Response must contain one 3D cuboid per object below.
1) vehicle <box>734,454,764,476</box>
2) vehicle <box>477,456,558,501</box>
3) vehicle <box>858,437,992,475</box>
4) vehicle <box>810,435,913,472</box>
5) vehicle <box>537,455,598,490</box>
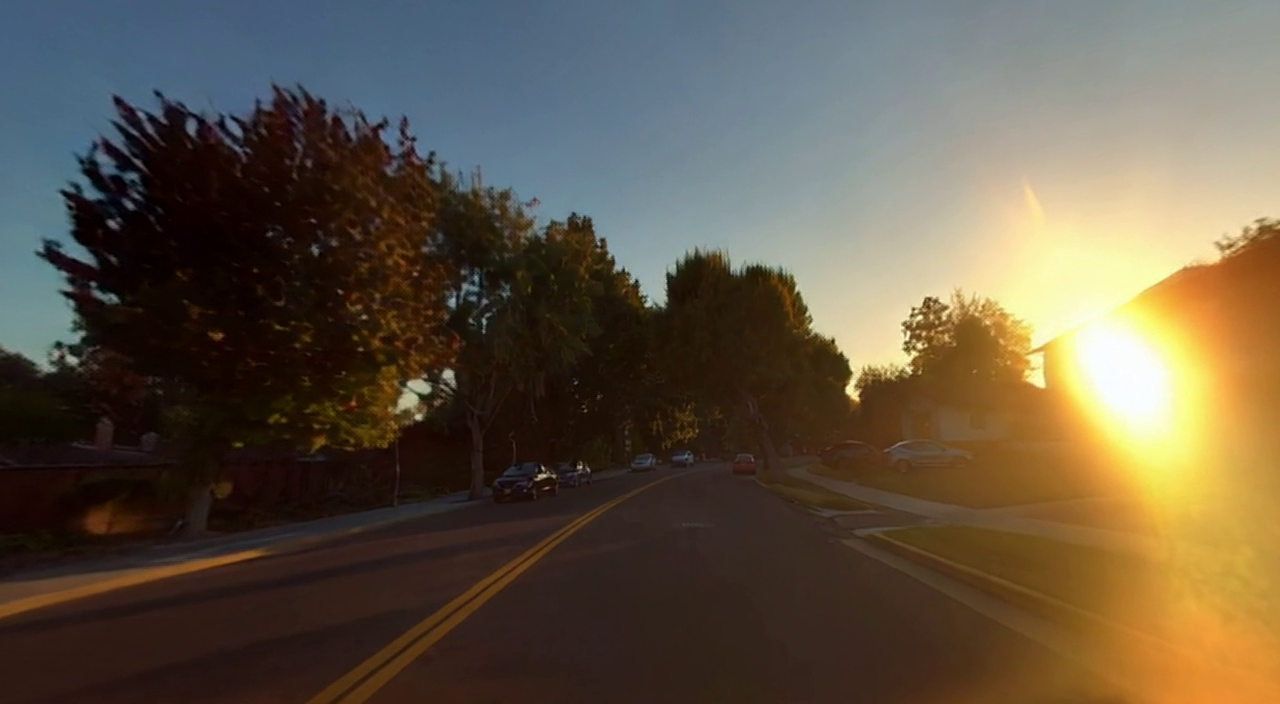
[{"bbox_3d":[7.767,8.022,45.006,1.972,1.460,4.137,-2,-9,10],"label":"vehicle"},{"bbox_3d":[-4.646,5.011,24.652,1.886,1.494,4.149,-2,-14,7],"label":"vehicle"},{"bbox_3d":[12.071,4.448,27.007,4.744,1.507,1.953,-1,-9,3],"label":"vehicle"},{"bbox_3d":[12.020,5.558,34.624,5.009,1.906,2.046,-2,-9,12],"label":"vehicle"},{"bbox_3d":[-3.548,6.129,31.817,1.972,1.536,4.347,-2,-14,8],"label":"vehicle"}]
